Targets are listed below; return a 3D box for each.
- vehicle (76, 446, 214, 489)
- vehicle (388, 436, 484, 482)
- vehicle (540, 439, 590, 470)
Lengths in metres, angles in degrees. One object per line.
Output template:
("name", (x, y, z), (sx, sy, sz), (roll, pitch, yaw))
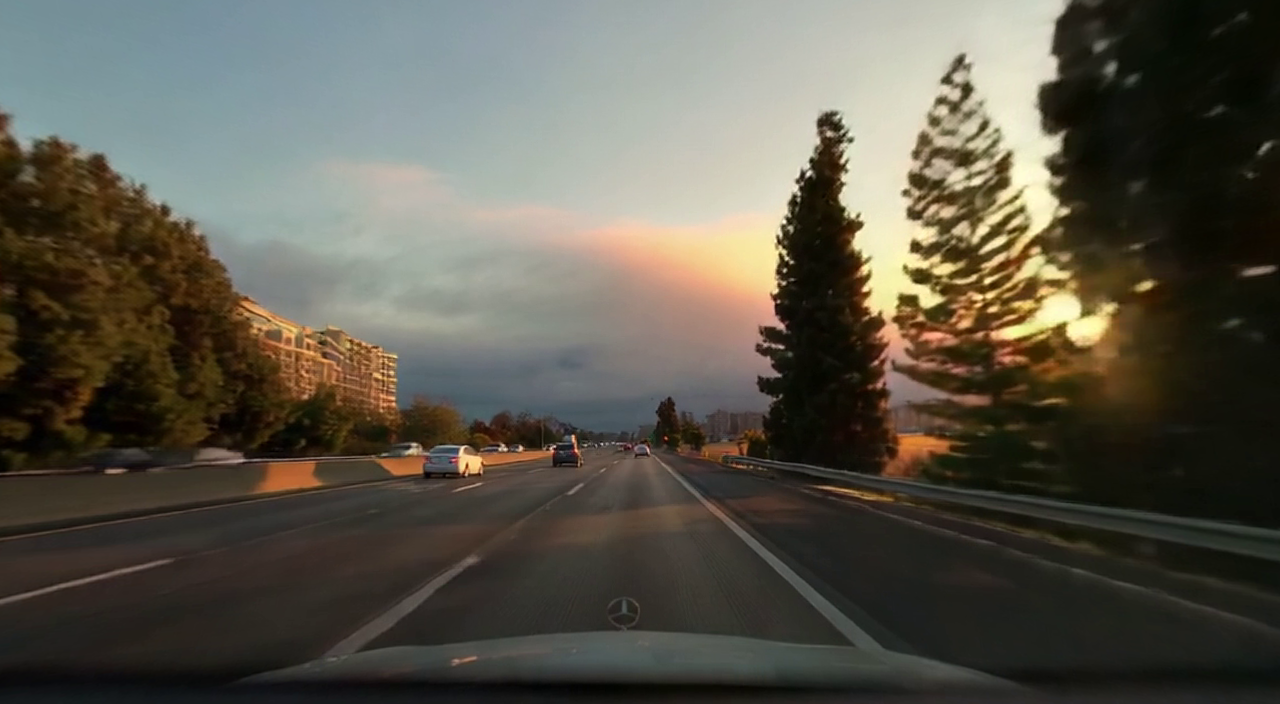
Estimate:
("vehicle", (-18.948, 4.400, 24.391), (1.870, 1.518, 4.168), (0, -9, 1))
("vehicle", (-7.580, 4.020, 23.928), (2.034, 1.523, 4.627), (0, -9, 1))
("vehicle", (-4.044, 5.639, 34.802), (2.083, 1.588, 4.801), (0, -9, 1))
